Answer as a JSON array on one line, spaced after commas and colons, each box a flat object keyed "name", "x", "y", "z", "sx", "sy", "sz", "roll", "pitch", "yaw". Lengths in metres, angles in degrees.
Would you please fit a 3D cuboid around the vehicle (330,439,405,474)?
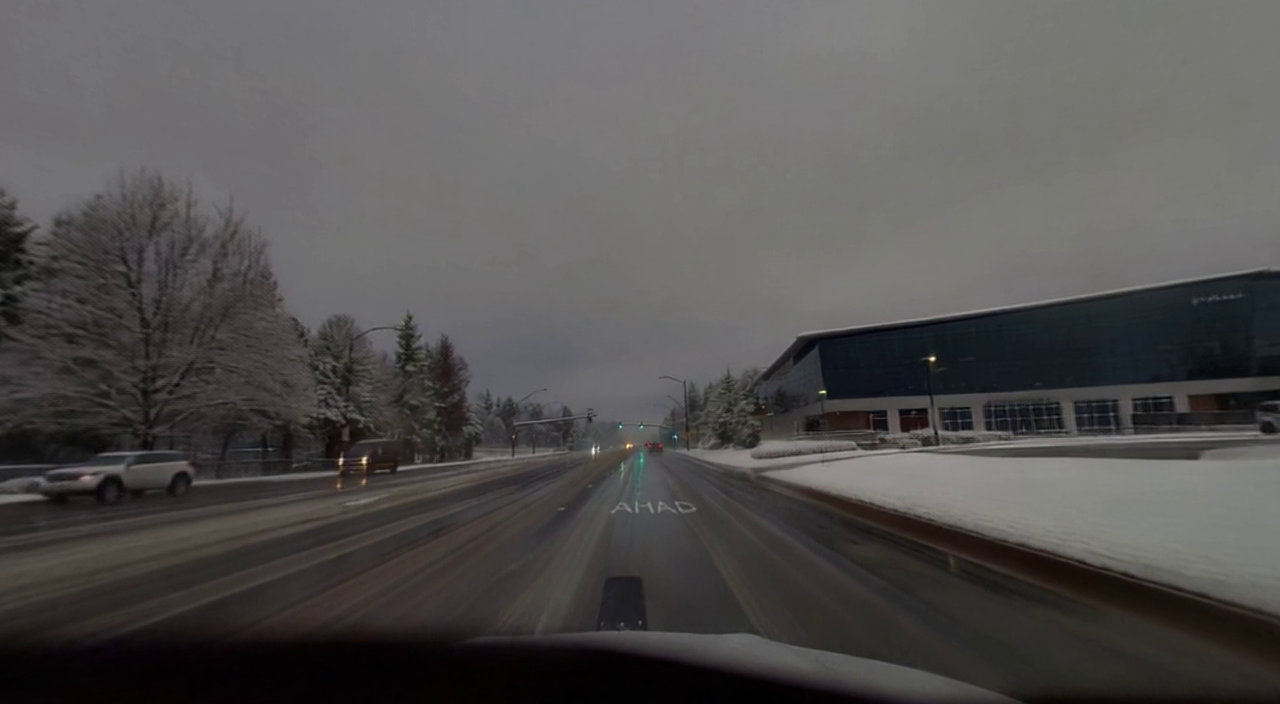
[{"name": "vehicle", "x": -17.258, "y": 6.630, "z": 40.126, "sx": 2.331, "sy": 2.109, "sz": 5.400, "roll": 0, "pitch": -8, "yaw": 0}]

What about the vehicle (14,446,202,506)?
[{"name": "vehicle", "x": -17.375, "y": 4.013, "z": 20.937, "sx": 2.112, "sy": 1.754, "sz": 4.740, "roll": 0, "pitch": -8, "yaw": -1}]
